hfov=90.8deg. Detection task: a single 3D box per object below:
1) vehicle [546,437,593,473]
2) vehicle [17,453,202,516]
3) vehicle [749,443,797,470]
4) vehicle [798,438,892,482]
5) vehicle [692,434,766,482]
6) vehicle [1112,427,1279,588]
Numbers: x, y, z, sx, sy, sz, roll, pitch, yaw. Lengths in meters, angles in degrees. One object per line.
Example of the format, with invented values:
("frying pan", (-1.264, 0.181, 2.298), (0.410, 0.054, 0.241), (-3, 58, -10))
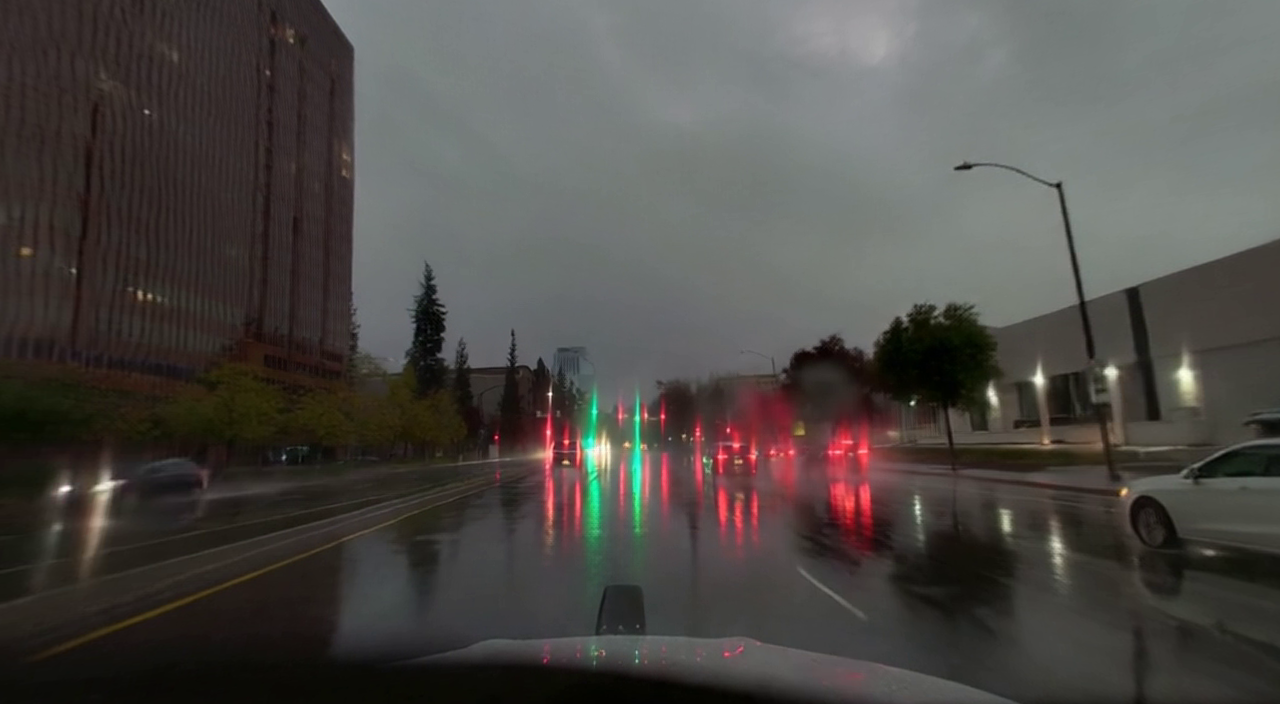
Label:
("vehicle", (-3.742, 5.554, 34.143), (2.155, 1.797, 3.989), (0, -8, -1))
("vehicle", (-16.581, 4.114, 20.157), (1.954, 1.699, 4.542), (0, -8, -1))
("vehicle", (7.808, 6.137, 37.437), (1.884, 1.478, 4.164), (0, -8, -1))
("vehicle", (7.653, 4.071, 24.101), (1.944, 1.503, 4.723), (0, -8, -1))
("vehicle", (3.444, 4.229, 25.469), (2.152, 1.742, 4.704), (0, -8, -2))
("vehicle", (6.696, 1.360, 5.436), (1.830, 1.443, 4.351), (0, -8, -1))
